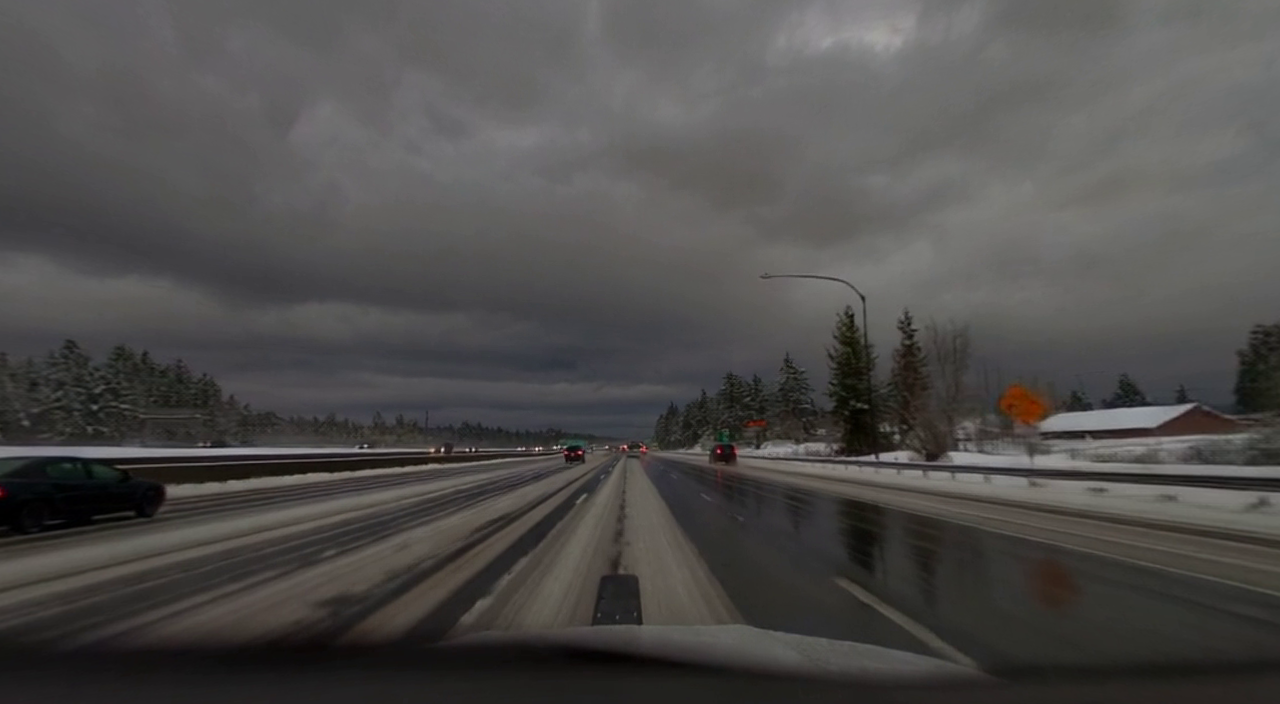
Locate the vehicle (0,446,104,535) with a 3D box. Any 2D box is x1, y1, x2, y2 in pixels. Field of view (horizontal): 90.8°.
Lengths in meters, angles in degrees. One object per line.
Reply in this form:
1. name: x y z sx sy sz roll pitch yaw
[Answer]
1. vehicle: -11.219 2.173 9.687 1.983 1.381 4.464 -1 -8 2
